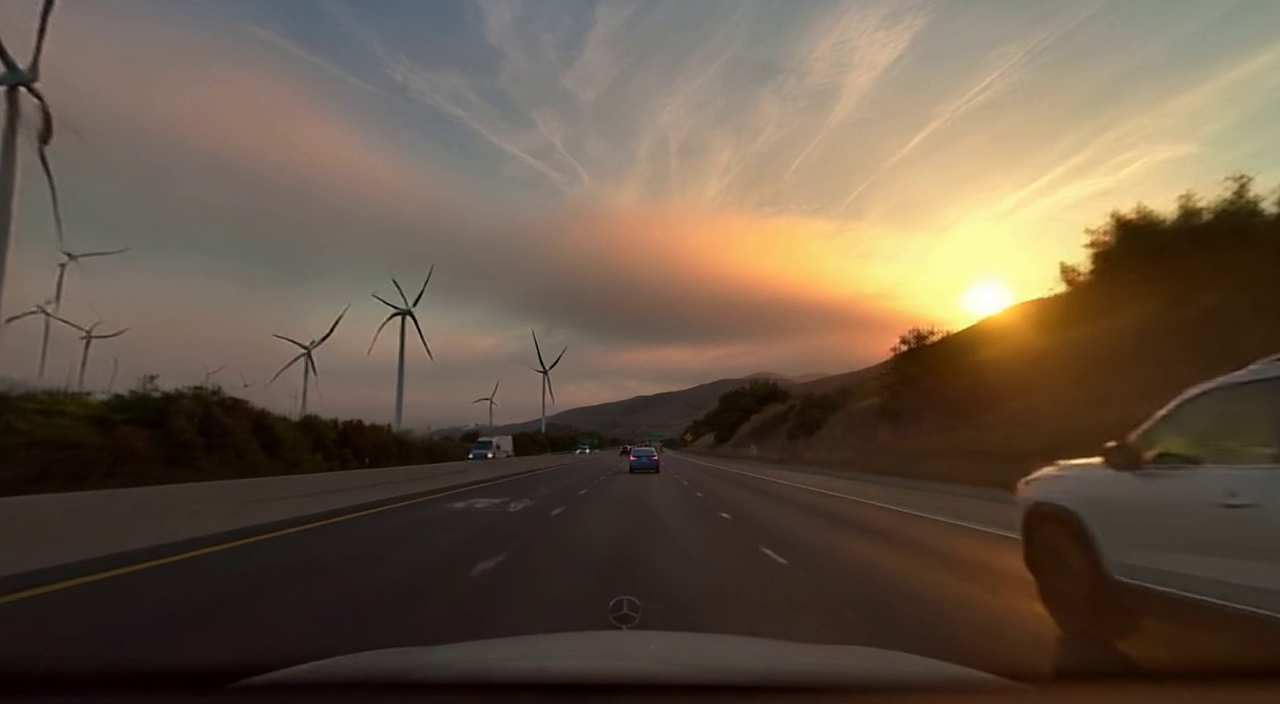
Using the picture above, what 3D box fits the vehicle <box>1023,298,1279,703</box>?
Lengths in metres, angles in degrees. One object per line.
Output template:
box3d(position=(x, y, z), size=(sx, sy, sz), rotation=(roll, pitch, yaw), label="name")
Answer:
box3d(position=(3.728, 0.581, 1.810), size=(2.104, 1.861, 4.956), rotation=(0, -9, 0), label="vehicle")

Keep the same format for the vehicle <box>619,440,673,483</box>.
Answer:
box3d(position=(0.211, 4.564, 26.488), size=(2.083, 1.653, 3.787), rotation=(0, -9, -1), label="vehicle")
